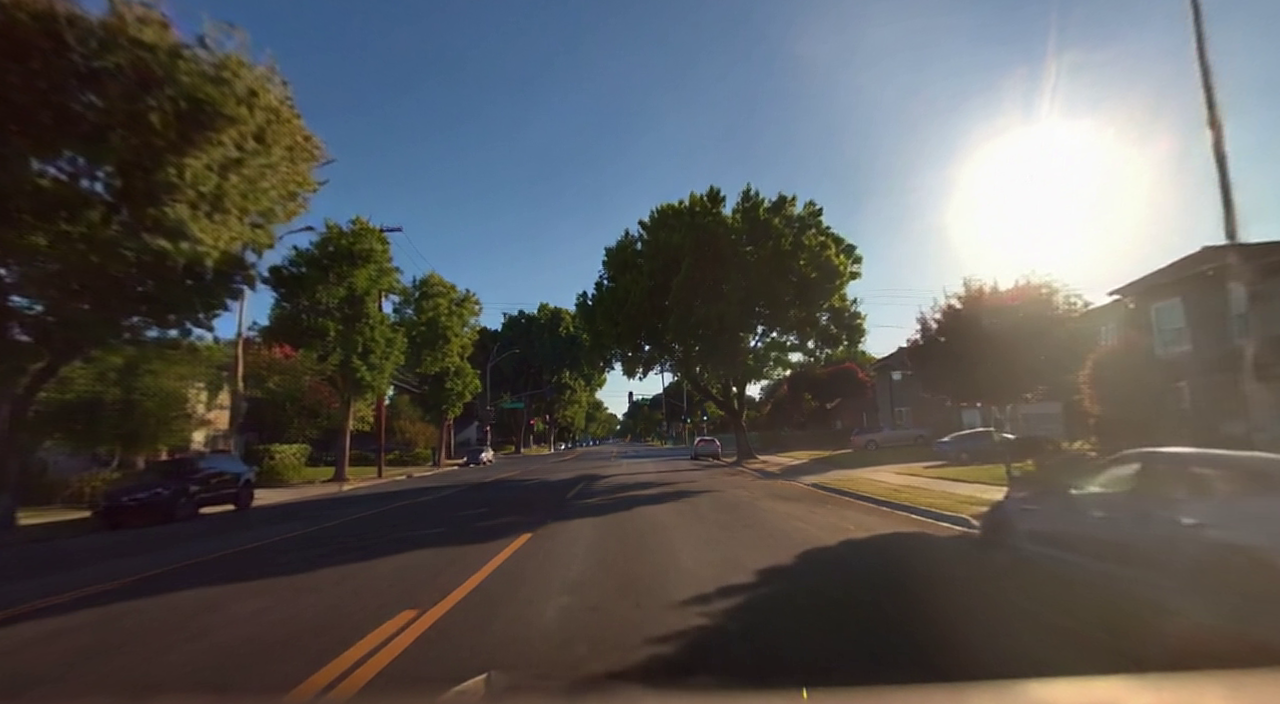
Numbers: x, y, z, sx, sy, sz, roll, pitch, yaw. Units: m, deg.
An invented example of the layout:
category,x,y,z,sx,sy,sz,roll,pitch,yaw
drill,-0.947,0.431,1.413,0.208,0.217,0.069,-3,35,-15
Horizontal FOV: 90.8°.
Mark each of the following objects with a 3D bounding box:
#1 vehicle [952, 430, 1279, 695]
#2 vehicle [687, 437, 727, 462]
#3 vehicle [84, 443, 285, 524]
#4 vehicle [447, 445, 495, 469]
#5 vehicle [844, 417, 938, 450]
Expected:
category,x,y,z,sx,sy,sz,roll,pitch,yaw
vehicle,4.551,1.363,4.919,2.063,1.444,4.217,0,-8,0
vehicle,4.305,6.346,41.258,1.963,1.477,4.804,0,-8,-1
vehicle,-11.385,3.253,16.280,1.977,1.753,4.278,0,-8,0
vehicle,-11.755,7.312,44.213,2.029,1.550,4.562,0,-8,1
vehicle,14.414,4.711,36.414,4.500,1.875,2.046,0,-8,-1
